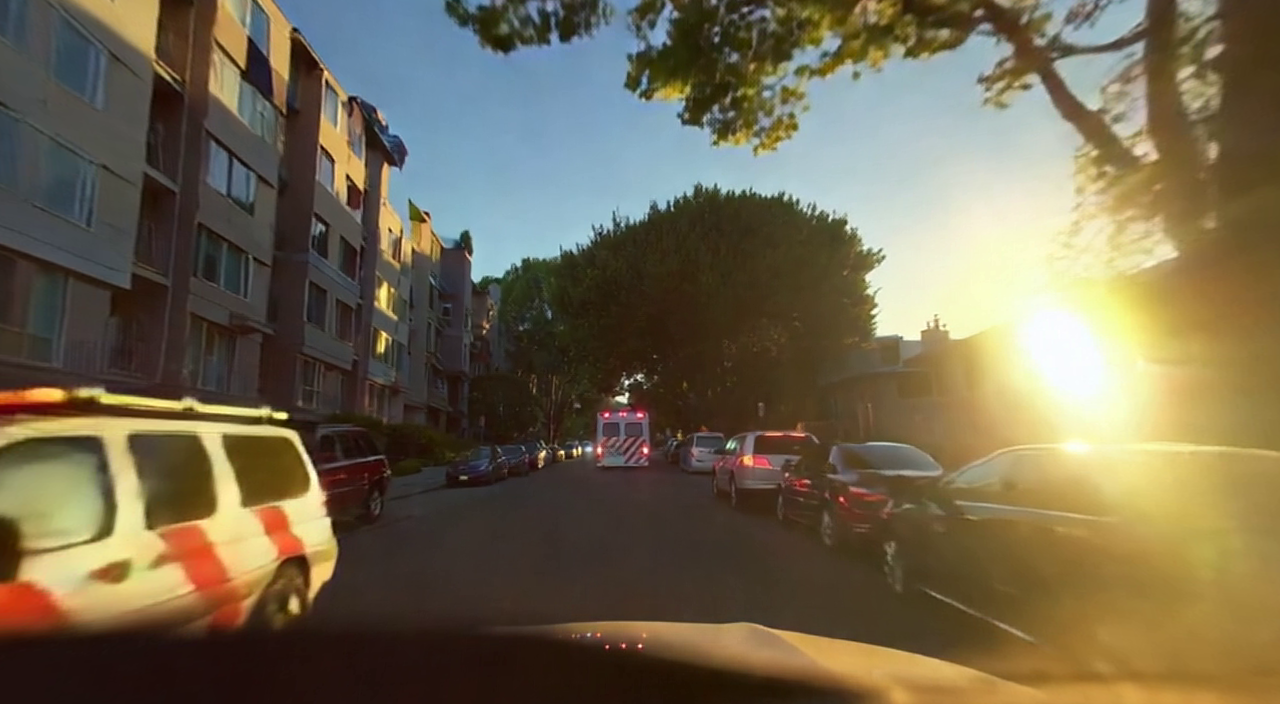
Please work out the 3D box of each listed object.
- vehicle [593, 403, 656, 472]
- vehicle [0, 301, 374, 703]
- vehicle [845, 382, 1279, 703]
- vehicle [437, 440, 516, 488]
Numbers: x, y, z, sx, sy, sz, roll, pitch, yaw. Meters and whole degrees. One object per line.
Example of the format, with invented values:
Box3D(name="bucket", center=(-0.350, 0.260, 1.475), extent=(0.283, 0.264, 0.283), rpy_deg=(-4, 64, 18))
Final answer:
Box3D(name="vehicle", center=(-0.768, 4.285, 31.457), extent=(2.754, 3.008, 7.730), rpy_deg=(0, -8, -1))
Box3D(name="vehicle", center=(-3.114, 0.881, 2.873), extent=(2.029, 1.802, 4.229), rpy_deg=(-1, -8, -1))
Box3D(name="vehicle", center=(3.152, 1.190, 4.096), extent=(2.035, 1.549, 4.373), rpy_deg=(2, -8, -3))
Box3D(name="vehicle", center=(-6.136, 4.221, 24.224), extent=(1.967, 1.492, 4.781), rpy_deg=(-4, -8, -4))
